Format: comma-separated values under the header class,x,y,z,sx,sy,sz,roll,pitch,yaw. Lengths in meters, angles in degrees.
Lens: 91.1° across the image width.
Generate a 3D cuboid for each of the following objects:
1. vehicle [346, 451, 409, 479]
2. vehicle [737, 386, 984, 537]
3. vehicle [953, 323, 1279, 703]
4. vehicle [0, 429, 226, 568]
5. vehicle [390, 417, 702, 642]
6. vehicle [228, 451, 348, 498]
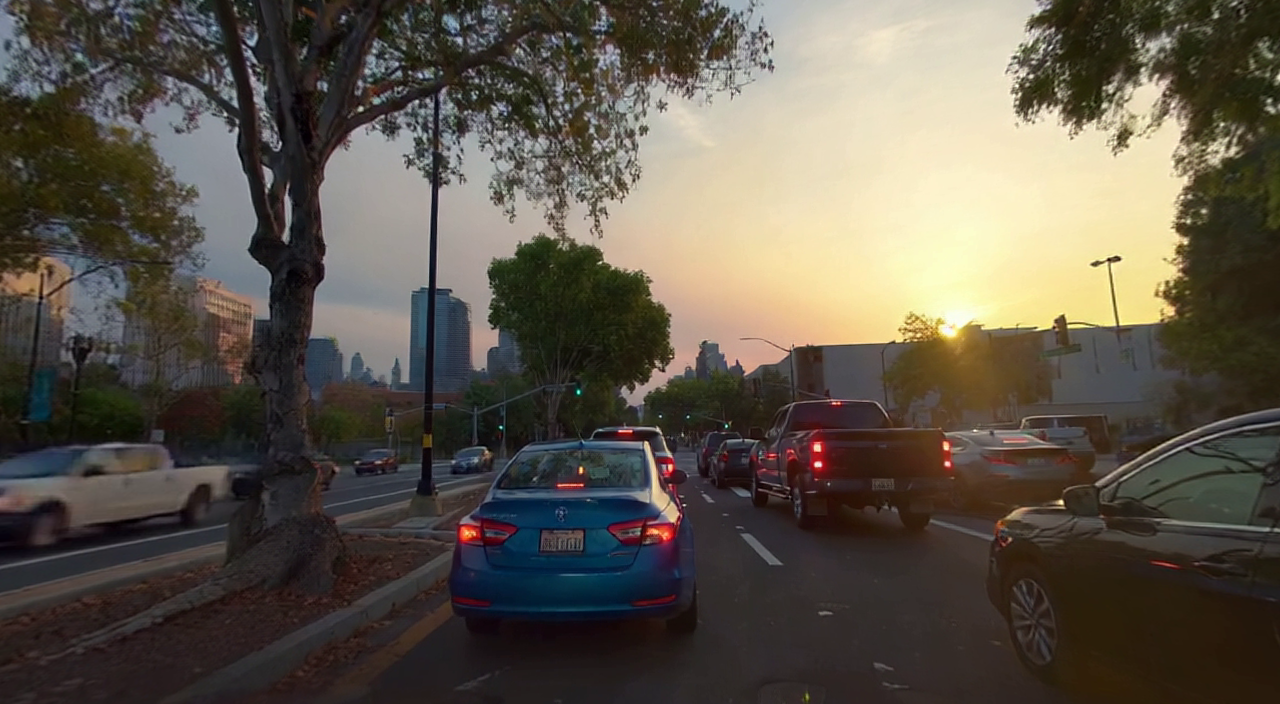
class,x,y,z,sx,sy,sz,roll,pitch,yaw
vehicle,-15.848,6.810,38.156,1.966,1.563,4.203,0,-9,1
vehicle,3.520,1.956,11.706,2.444,2.098,5.766,0,-9,-1
vehicle,3.158,0.760,2.077,1.982,1.709,4.427,0,-9,1
vehicle,-8.943,2.087,9.578,1.986,1.712,4.686,0,-8,1
vehicle,-0.582,1.502,6.332,2.111,1.506,4.018,0,-9,2
vehicle,-12.653,4.398,22.916,1.926,1.519,4.104,0,-9,1
